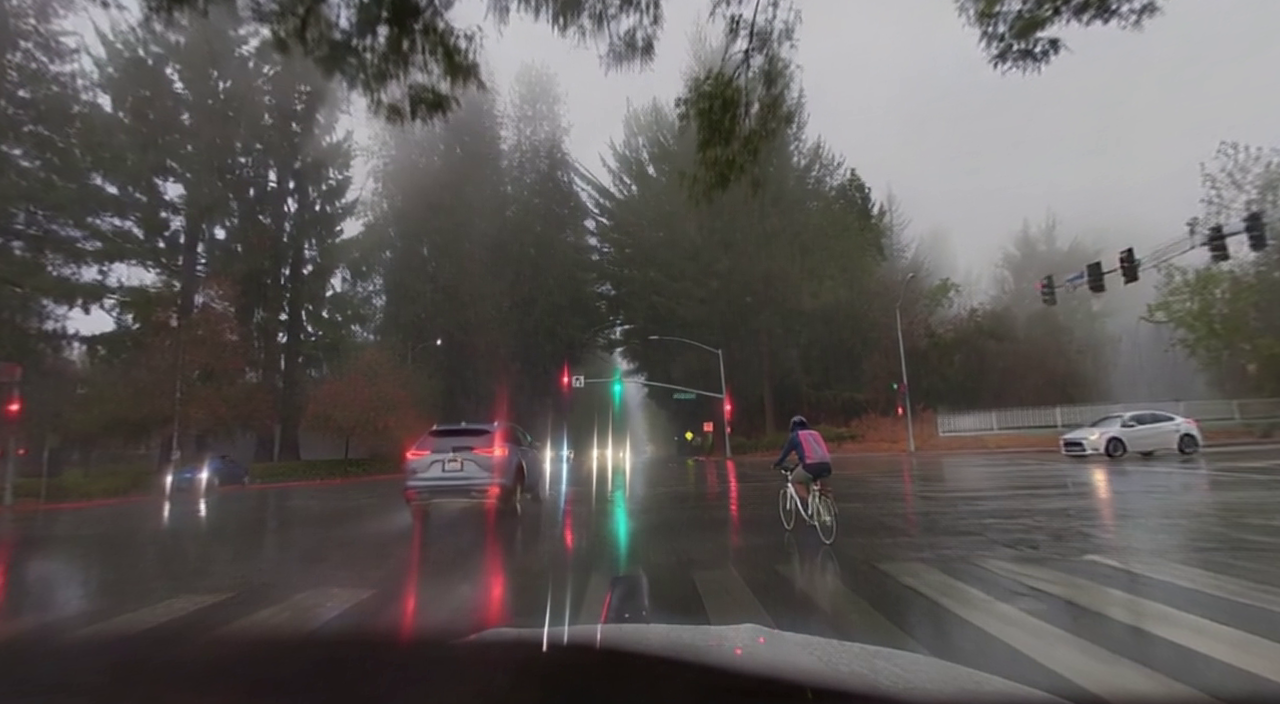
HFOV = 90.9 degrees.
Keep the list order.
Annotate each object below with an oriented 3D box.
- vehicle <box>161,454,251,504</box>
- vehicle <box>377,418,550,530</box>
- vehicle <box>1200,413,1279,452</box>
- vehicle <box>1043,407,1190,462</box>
[{"bbox_3d":[-15.301,4.423,22.481,2.171,1.474,4.513,5,-10,-29],"label":"vehicle"},{"bbox_3d":[-3.148,2.285,12.400,2.049,1.756,4.602,0,-8,0],"label":"vehicle"},{"bbox_3d":[25.839,3.294,25.649,4.716,1.507,1.904,2,-8,-10],"label":"vehicle"},{"bbox_3d":[18.630,3.258,24.754,4.237,1.948,1.997,0,-9,-9],"label":"vehicle"}]
